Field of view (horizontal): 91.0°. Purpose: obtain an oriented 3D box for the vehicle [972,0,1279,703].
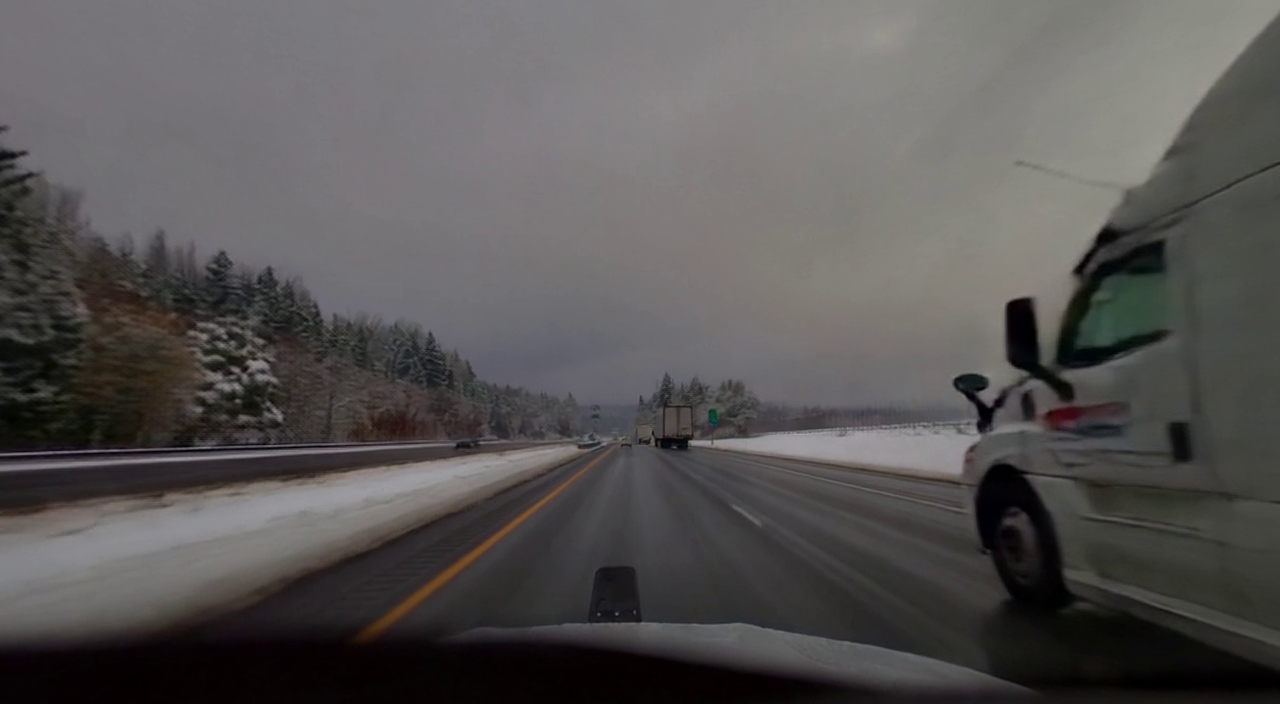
[{"bbox_3d":[4.233,-0.413,1.741,3.073,3.927,6.116,0,-8,-1],"label":"vehicle"}]
